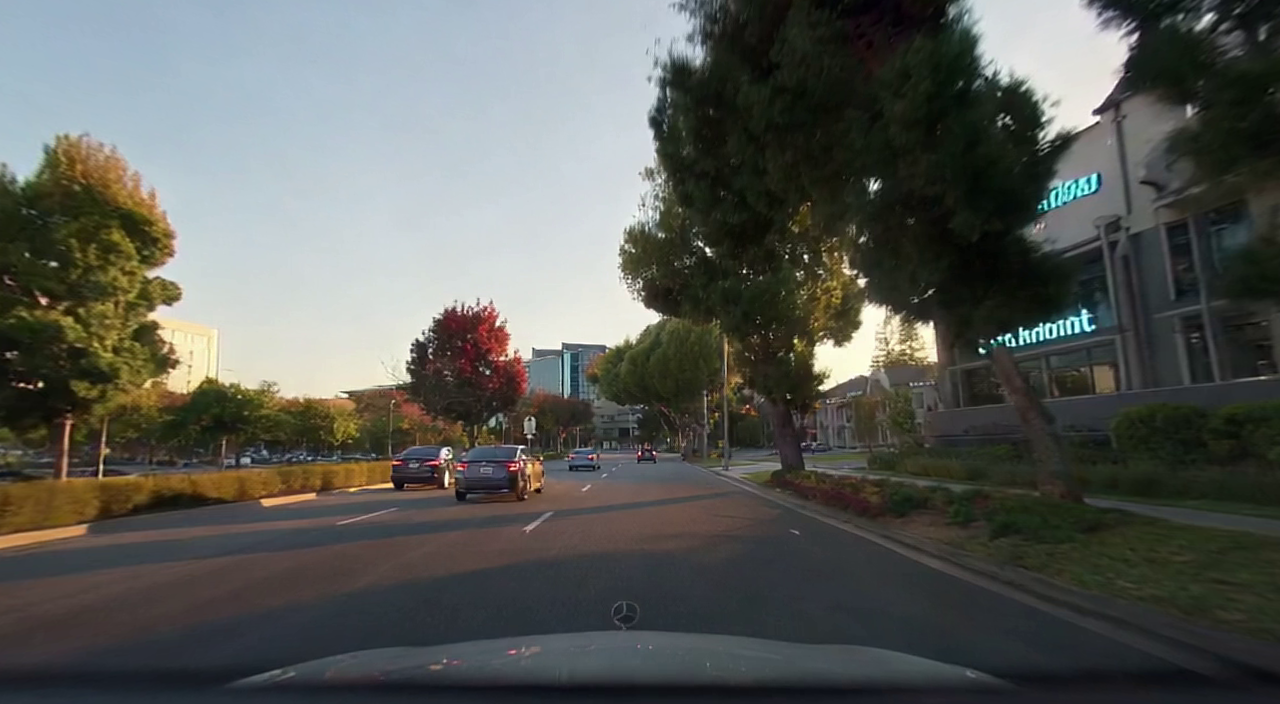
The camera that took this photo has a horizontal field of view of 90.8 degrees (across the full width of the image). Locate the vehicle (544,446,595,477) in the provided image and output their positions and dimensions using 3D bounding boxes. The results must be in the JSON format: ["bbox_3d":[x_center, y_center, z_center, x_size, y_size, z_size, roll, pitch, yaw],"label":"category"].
[{"bbox_3d":[-3.446,5.433,31.647,1.971,1.414,4.317,0,-9,2],"label":"vehicle"}]

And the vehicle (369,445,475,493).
[{"bbox_3d":[-7.532,4.061,22.441,1.976,1.497,4.709,0,-9,2],"label":"vehicle"}]

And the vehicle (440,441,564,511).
[{"bbox_3d":[-3.250,3.012,15.956,2.011,1.483,4.596,0,-9,1],"label":"vehicle"}]
